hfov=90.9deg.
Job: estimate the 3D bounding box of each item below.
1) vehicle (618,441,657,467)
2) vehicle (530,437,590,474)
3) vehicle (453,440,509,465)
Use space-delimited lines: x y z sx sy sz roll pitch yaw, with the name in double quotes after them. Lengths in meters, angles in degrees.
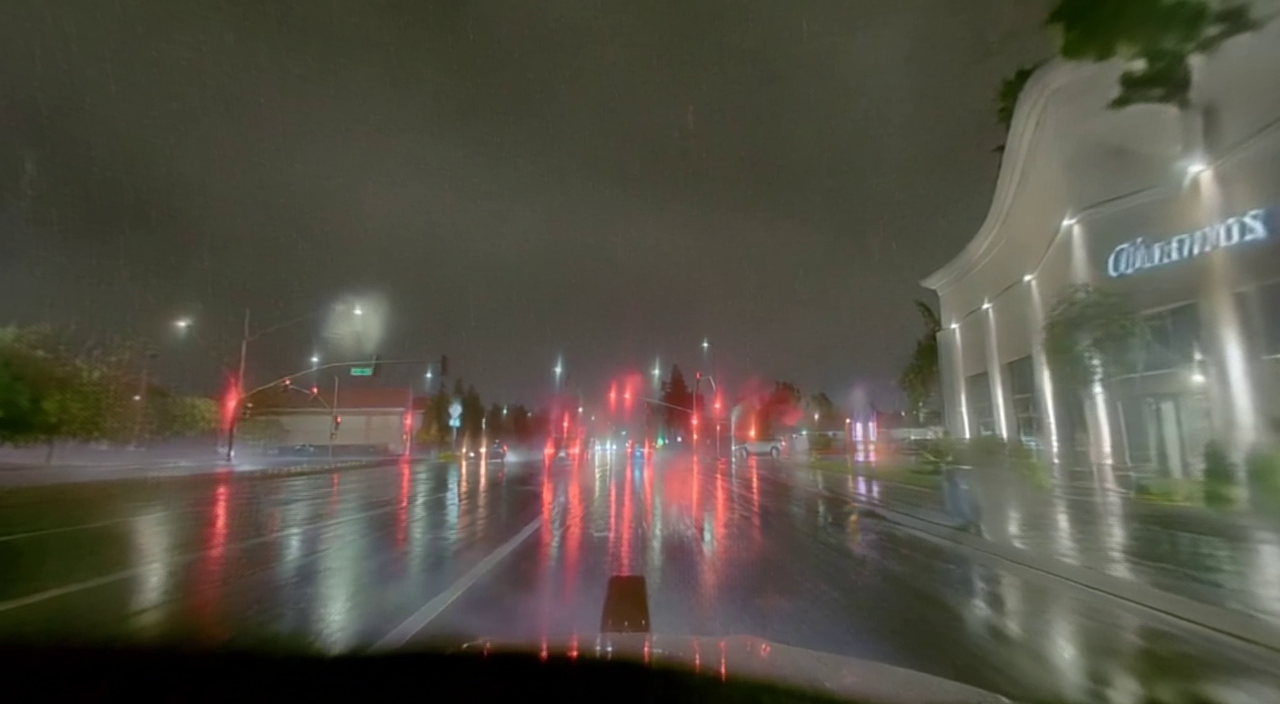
-0.092 6.170 38.438 2.258 1.507 3.896 -1 -8 2 "vehicle"
-3.437 4.529 27.800 2.029 1.517 4.375 0 -8 1 "vehicle"
-9.770 6.204 39.091 2.096 1.474 4.585 0 -8 3 "vehicle"
